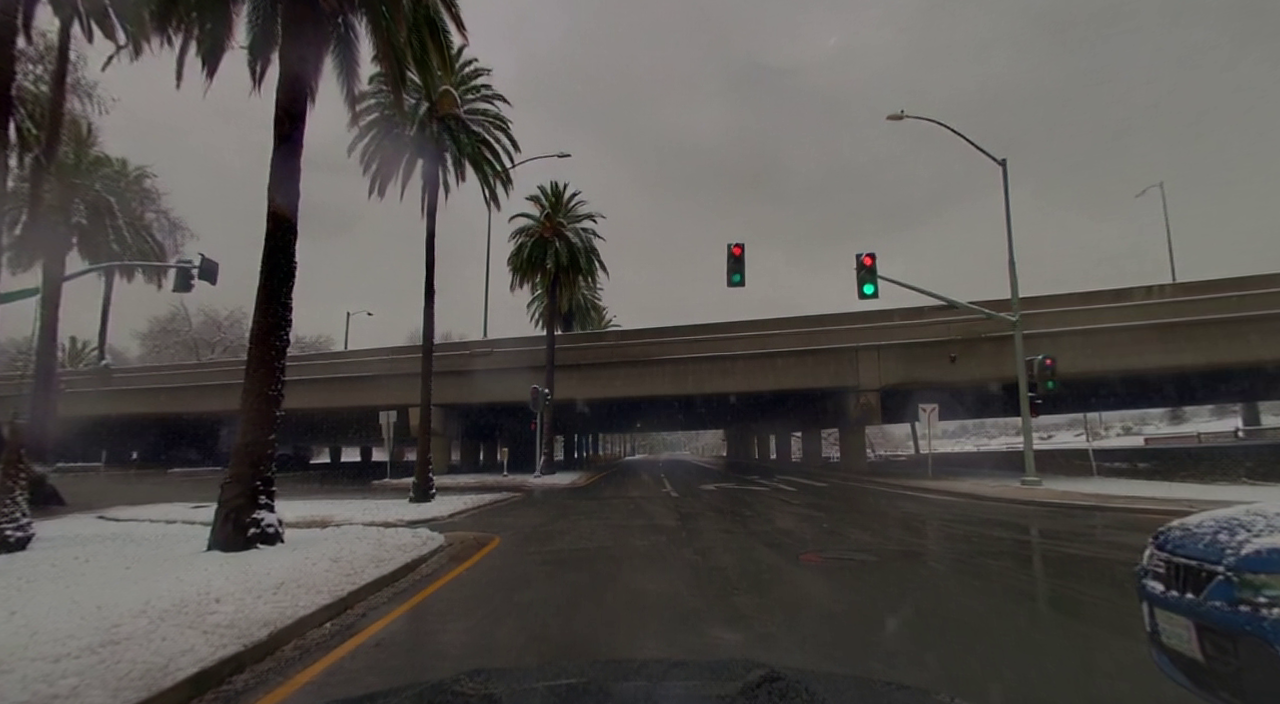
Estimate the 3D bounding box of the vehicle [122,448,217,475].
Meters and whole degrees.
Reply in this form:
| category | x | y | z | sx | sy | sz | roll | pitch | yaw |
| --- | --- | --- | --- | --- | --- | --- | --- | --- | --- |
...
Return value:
| category | x | y | z | sx | sy | sz | roll | pitch | yaw |
| --- | --- | --- | --- | --- | --- | --- | --- | --- | --- |
| vehicle | -26.563 | 6.169 | 35.754 | 1.830 | 1.443 | 4.551 | 0 | -9 | 2 |

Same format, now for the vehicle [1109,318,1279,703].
| category | x | y | z | sx | sy | sz | roll | pitch | yaw |
| --- | --- | --- | --- | --- | --- | --- | --- | --- | --- |
| vehicle | 3.446 | 0.521 | 0.795 | 2.028 | 1.770 | 4.737 | 0 | -9 | 0 |

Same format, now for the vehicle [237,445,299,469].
| category | x | y | z | sx | sy | sz | roll | pitch | yaw |
| --- | --- | --- | --- | --- | --- | --- | --- | --- | --- |
| vehicle | -26.269 | 7.415 | 44.568 | 1.941 | 1.631 | 4.017 | 0 | -9 | 0 |
